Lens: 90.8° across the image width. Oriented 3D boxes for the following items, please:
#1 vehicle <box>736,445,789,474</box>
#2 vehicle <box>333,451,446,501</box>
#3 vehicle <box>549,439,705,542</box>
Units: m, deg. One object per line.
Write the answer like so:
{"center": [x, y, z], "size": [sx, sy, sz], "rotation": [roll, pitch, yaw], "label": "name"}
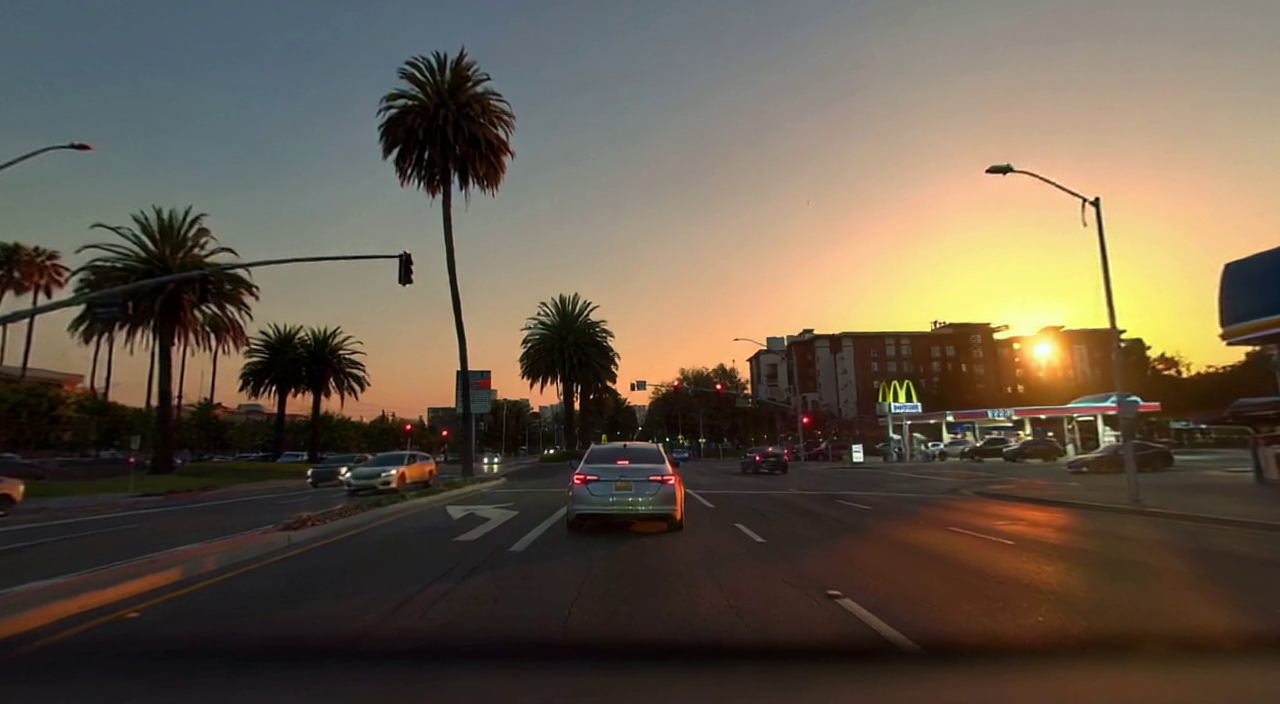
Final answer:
{"center": [6.779, 5.985, 35.422], "size": [2.017, 1.491, 4.420], "rotation": [0, -8, -1], "label": "vehicle"}
{"center": [-8.232, 4.084, 21.286], "size": [1.904, 1.450, 4.689], "rotation": [0, -8, 0], "label": "vehicle"}
{"center": [-0.247, 2.357, 11.555], "size": [2.270, 1.475, 4.571], "rotation": [0, -8, -2], "label": "vehicle"}
